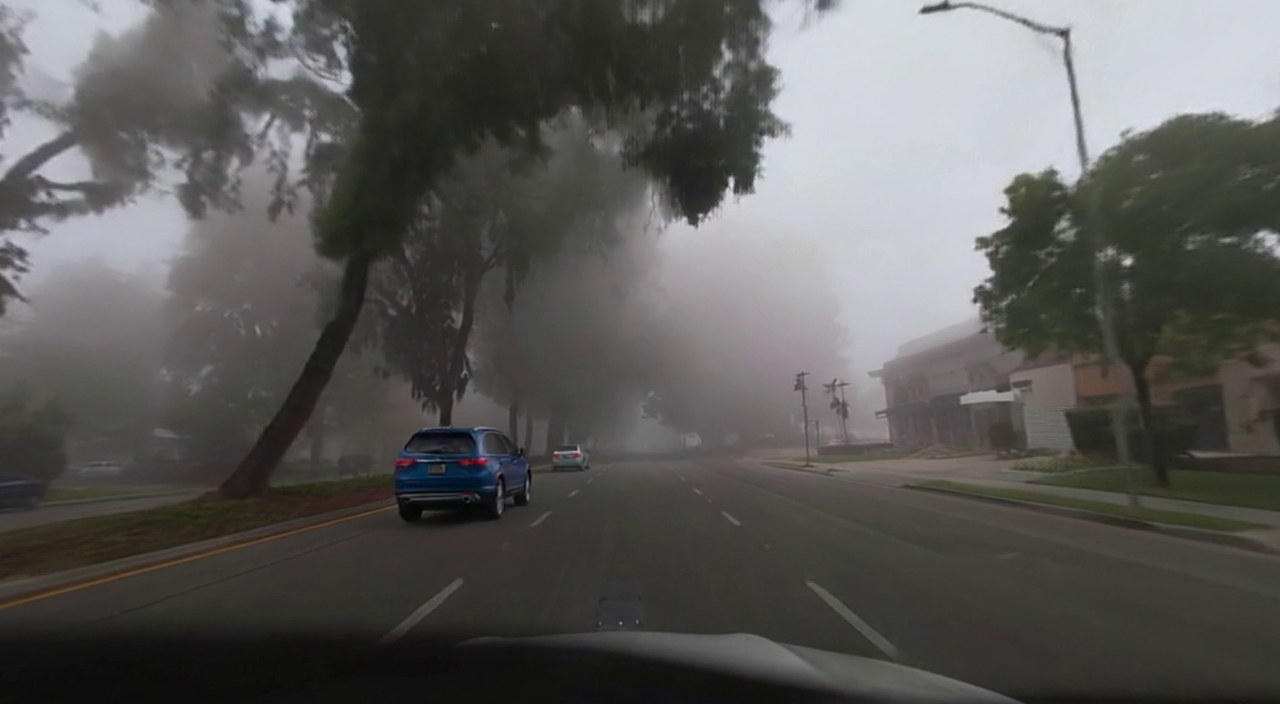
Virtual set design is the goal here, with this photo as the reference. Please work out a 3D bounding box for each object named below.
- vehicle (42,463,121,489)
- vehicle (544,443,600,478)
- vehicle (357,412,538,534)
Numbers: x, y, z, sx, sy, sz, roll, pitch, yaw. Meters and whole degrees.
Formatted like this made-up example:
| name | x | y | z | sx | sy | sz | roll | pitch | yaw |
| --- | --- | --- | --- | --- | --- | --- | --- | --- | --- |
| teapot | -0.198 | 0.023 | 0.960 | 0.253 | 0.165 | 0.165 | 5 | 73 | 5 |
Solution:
| name | x | y | z | sx | sy | sz | roll | pitch | yaw |
| --- | --- | --- | --- | --- | --- | --- | --- | --- | --- |
| vehicle | -38.441 | 8.516 | 43.630 | 1.796 | 1.496 | 4.410 | 1 | -9 | -8 |
| vehicle | -3.052 | 4.946 | 29.210 | 2.069 | 1.470 | 4.601 | 0 | -8 | 0 |
| vehicle | -3.260 | 2.157 | 11.787 | 2.042 | 1.817 | 4.364 | 0 | -8 | -1 |
